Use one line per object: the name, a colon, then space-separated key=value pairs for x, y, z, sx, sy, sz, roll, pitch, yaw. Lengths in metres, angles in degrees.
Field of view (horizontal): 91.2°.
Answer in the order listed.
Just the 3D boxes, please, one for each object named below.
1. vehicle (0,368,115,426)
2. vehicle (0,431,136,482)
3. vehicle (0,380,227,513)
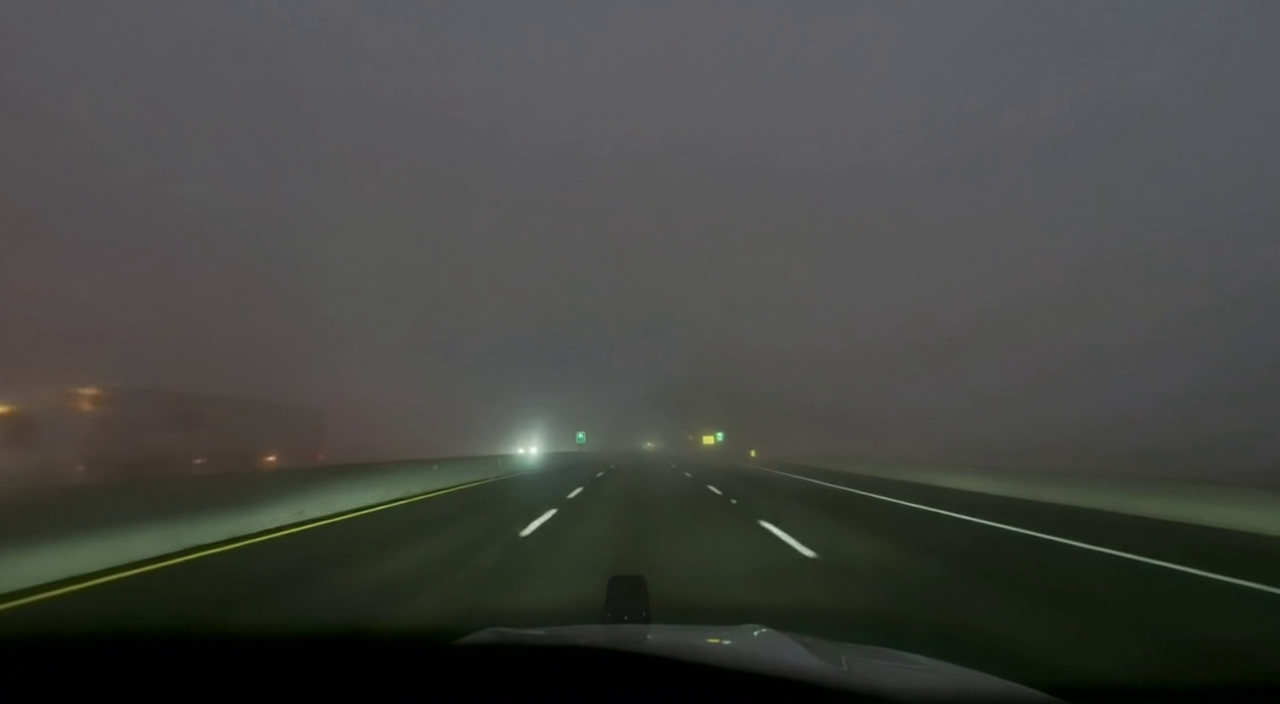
vehicle: x=-20.558 y=1.586 z=20.985 sx=2.010 sy=1.679 sz=4.548 roll=0 pitch=-8 yaw=1
vehicle: x=-20.532 y=3.625 z=22.146 sx=2.015 sy=1.587 sz=4.092 roll=0 pitch=-8 yaw=0
vehicle: x=-20.516 y=3.415 z=23.106 sx=3.124 sy=3.932 sz=10.785 roll=0 pitch=-8 yaw=1
